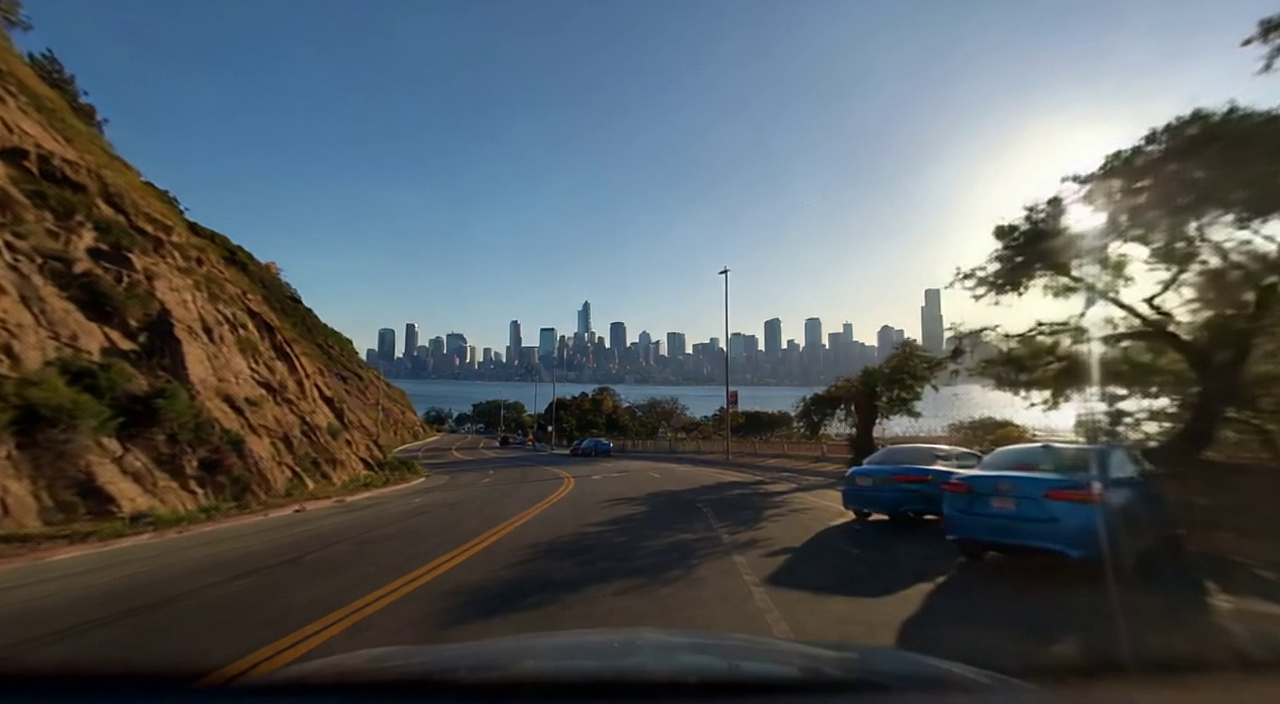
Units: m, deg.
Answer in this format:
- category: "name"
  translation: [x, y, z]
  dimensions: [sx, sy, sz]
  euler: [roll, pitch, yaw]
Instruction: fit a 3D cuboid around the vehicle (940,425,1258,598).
- category: "vehicle"
  translation: [5.892, 1.742, 7.902]
  dimensions: [4.609, 1.505, 2.061]
  euler: [7, -11, -40]
